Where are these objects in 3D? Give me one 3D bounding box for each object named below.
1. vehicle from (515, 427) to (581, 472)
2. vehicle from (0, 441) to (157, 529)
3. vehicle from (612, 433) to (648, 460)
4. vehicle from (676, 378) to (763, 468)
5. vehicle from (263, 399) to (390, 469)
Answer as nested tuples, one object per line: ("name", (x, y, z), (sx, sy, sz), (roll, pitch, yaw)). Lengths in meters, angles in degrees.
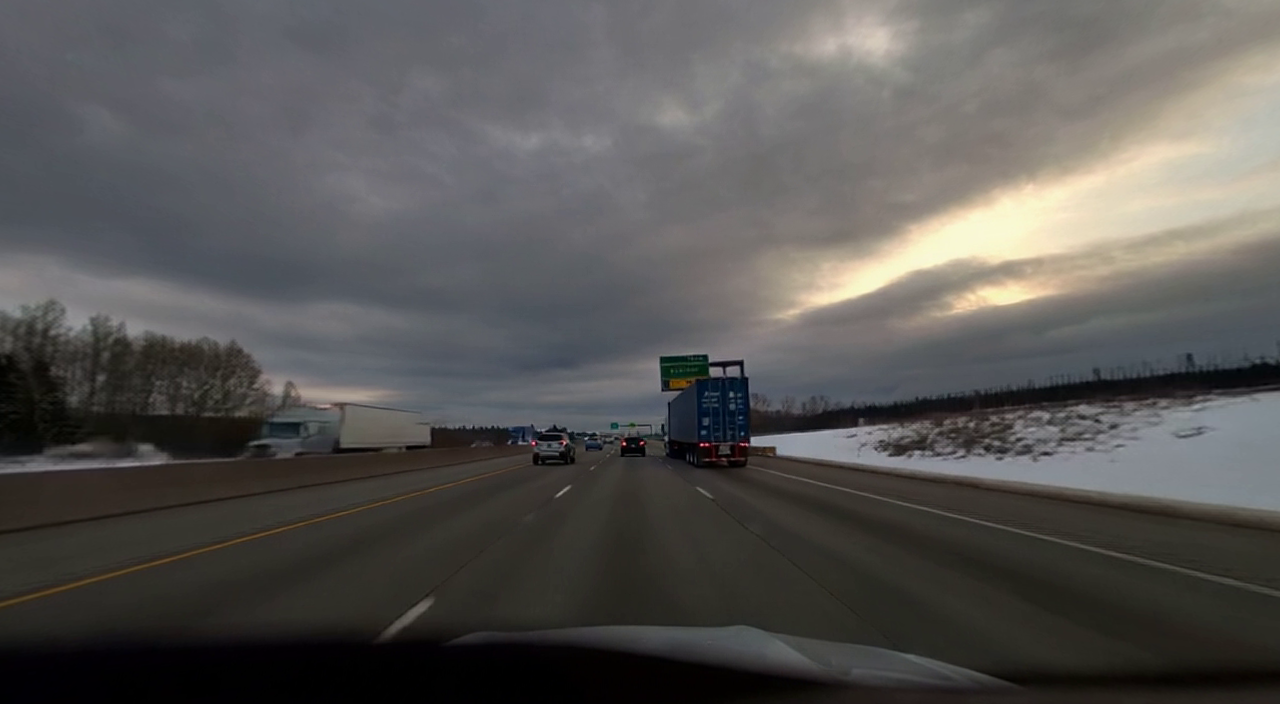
("vehicle", (-3.608, 3.911, 25.484), (2.054, 1.671, 4.445), (0, -8, 0))
("vehicle", (-12.051, 2.531, 12.459), (1.871, 1.495, 3.907), (0, -8, -1))
("vehicle", (-0.612, 5.770, 38.644), (2.088, 1.567, 4.240), (0, -8, -1))
("vehicle", (3.606, 3.557, 30.833), (2.883, 3.836, 7.894), (0, -8, -2))
("vehicle", (-20.080, 5.405, 41.381), (3.018, 3.996, 10.573), (0, -8, -1))
